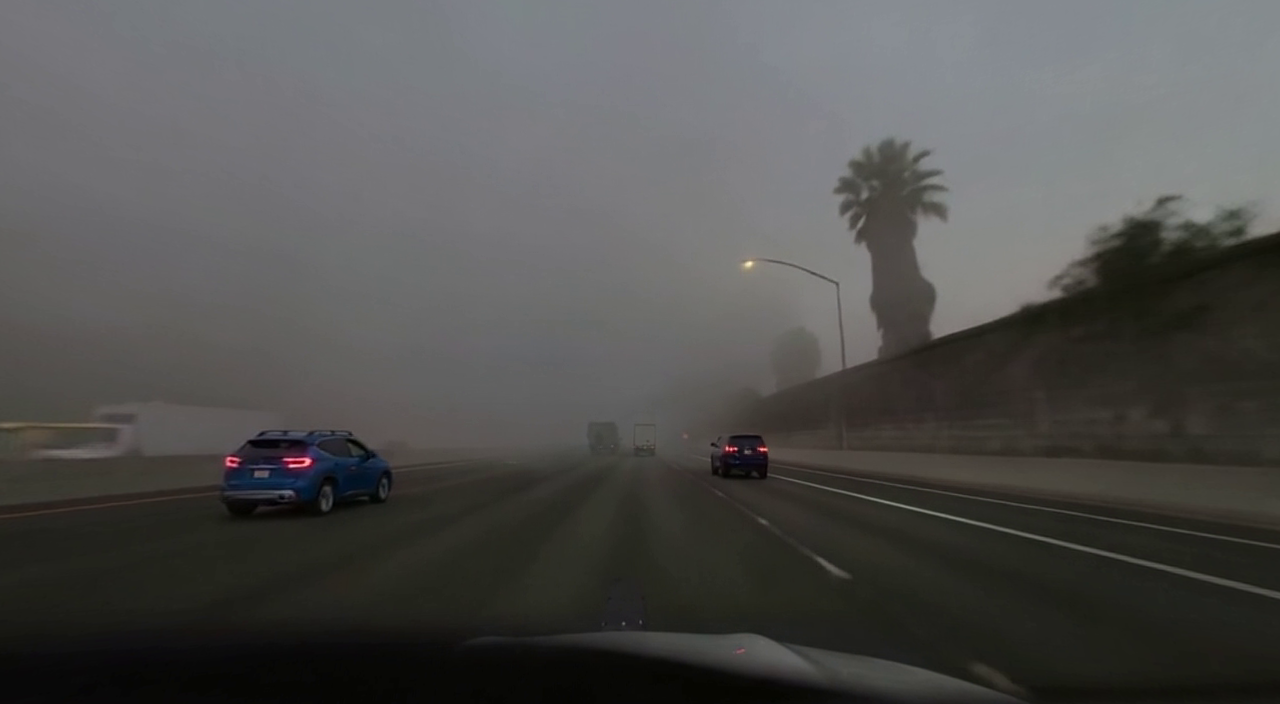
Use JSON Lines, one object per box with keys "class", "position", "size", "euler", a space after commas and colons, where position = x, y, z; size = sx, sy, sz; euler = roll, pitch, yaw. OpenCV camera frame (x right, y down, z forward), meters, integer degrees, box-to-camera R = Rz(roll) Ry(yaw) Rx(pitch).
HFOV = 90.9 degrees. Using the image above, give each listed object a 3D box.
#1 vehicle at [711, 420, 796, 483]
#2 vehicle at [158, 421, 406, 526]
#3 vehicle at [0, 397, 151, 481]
{"class": "vehicle", "position": [4.338, 3.900, 25.028], "size": [2.408, 2.210, 4.999], "euler": [0, -8, 0]}
{"class": "vehicle", "position": [-7.033, 2.424, 13.250], "size": [2.289, 1.774, 4.871], "euler": [0, -8, 1]}
{"class": "vehicle", "position": [-28.196, 4.274, 30.839], "size": [3.024, 3.640, 6.776], "euler": [0, -8, 0]}
